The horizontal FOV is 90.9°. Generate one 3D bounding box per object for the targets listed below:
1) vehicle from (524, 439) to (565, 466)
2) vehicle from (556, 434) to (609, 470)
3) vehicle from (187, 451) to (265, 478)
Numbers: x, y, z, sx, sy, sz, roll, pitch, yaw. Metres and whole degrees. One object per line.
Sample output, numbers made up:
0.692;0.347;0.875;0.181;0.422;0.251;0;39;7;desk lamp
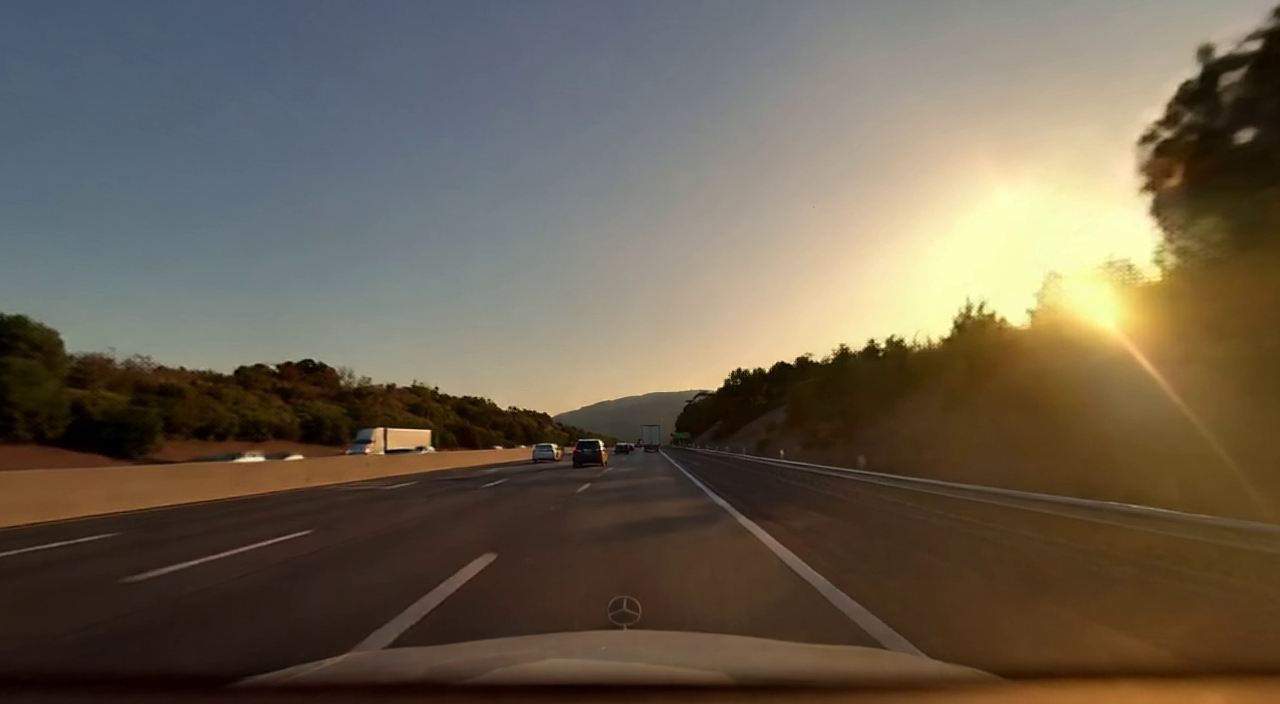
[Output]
-6.368;6.788;42.631;2.062;1.691;4.278;0;-8;1;vehicle
-3.009;5.397;34.186;2.283;1.802;4.810;0;-8;2;vehicle
-28.512;7.704;43.628;1.958;1.678;4.924;0;-8;1;vehicle
